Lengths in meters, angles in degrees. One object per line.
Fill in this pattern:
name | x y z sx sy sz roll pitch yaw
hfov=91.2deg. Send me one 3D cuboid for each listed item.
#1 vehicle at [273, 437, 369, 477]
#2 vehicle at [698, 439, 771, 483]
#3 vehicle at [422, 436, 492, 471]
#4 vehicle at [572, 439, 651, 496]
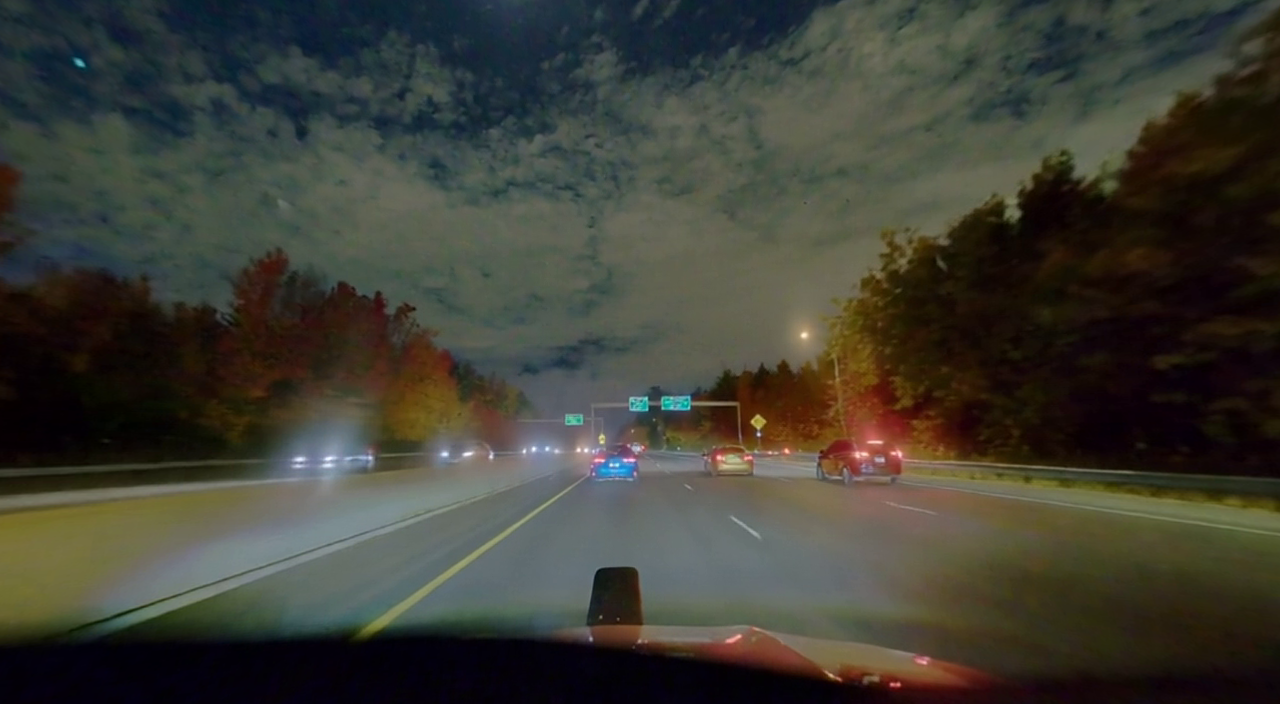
vehicle | -13.443 4.457 26.725 1.904 1.533 4.151 0 -9 -1
vehicle | 3.711 4.407 25.507 2.300 1.595 4.144 -1 -9 0
vehicle | -9.436 5.297 32.814 2.285 1.652 4.883 0 -9 -1
vehicle | -0.789 3.452 19.102 2.128 1.516 4.410 0 -9 -1
